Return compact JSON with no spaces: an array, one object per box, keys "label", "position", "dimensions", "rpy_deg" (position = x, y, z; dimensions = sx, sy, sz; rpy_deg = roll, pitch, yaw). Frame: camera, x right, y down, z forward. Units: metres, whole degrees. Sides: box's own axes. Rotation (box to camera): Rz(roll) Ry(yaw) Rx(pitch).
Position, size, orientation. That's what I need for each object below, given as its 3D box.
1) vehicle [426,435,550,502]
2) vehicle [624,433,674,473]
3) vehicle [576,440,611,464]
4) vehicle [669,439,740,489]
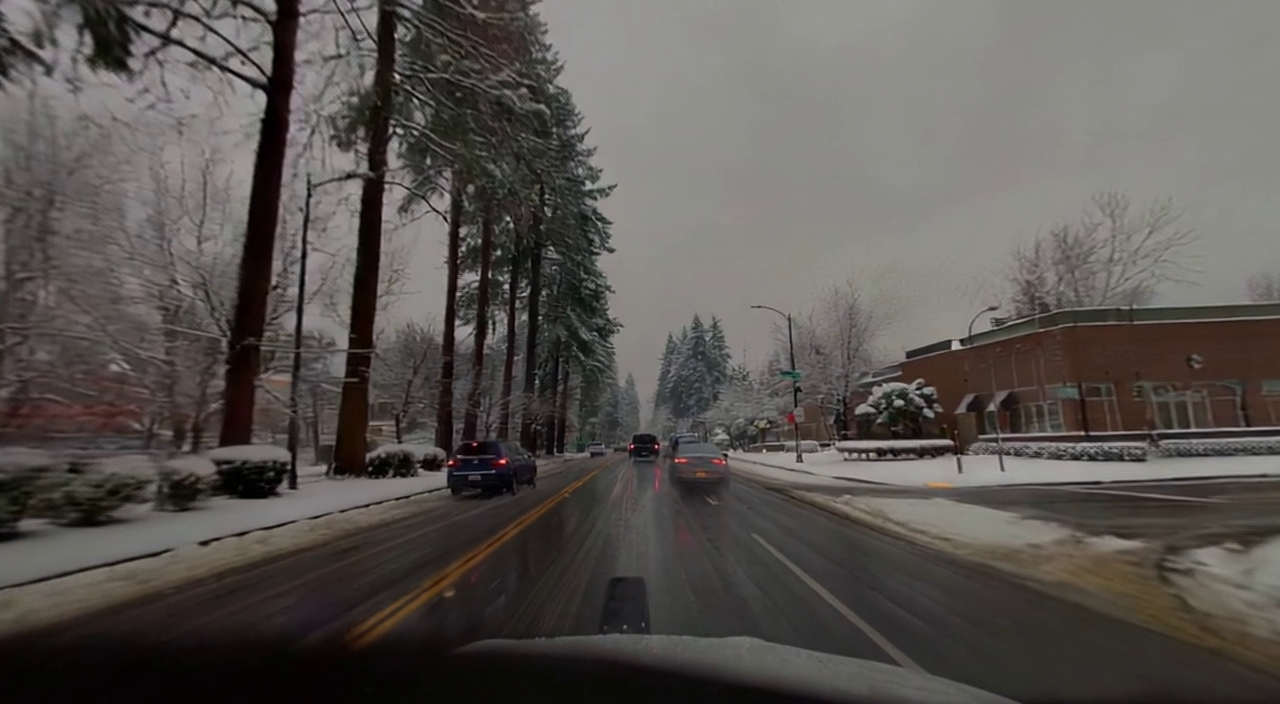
[{"label":"vehicle","position":[-3.800,3.000,16.788],"dimensions":[2.003,1.507,4.808],"rpy_deg":[0,-8,1]},{"label":"vehicle","position":[0.469,4.973,31.193],"dimensions":[2.289,1.808,4.033],"rpy_deg":[0,-8,1]},{"label":"vehicle","position":[-3.257,7.124,45.015],"dimensions":[2.062,1.641,4.193],"rpy_deg":[0,-8,1]},{"label":"vehicle","position":[2.054,3.604,20.685],"dimensions":[2.086,1.466,4.026],"rpy_deg":[-1,-8,5]}]
